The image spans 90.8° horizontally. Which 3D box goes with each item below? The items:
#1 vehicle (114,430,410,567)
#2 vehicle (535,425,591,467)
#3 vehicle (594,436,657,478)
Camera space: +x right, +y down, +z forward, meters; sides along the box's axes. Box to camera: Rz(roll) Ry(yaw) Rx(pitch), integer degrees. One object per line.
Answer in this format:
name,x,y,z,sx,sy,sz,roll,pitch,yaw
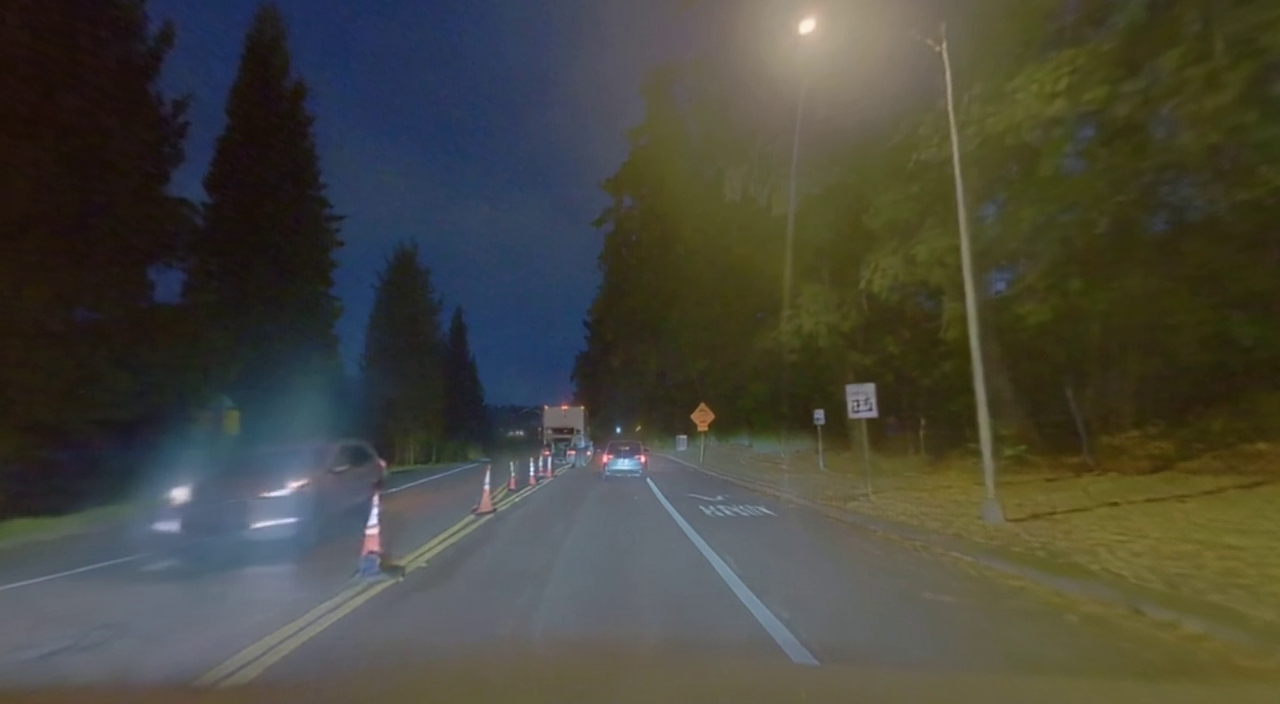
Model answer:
vehicle,-4.962,1.931,9.161,2.019,1.492,4.091,1,-8,-5
vehicle,-4.074,5.021,33.814,2.671,2.053,6.074,1,-8,-6
vehicle,-0.583,4.001,24.287,2.186,1.463,4.356,0,-8,-2
